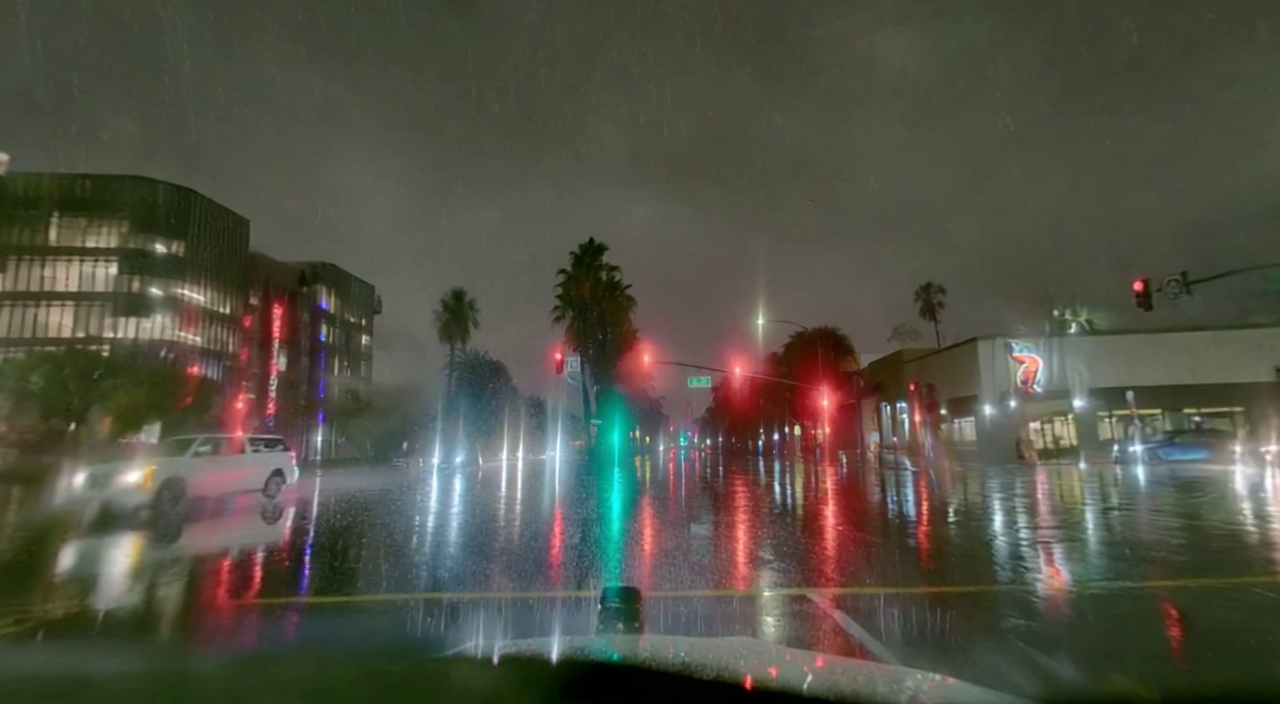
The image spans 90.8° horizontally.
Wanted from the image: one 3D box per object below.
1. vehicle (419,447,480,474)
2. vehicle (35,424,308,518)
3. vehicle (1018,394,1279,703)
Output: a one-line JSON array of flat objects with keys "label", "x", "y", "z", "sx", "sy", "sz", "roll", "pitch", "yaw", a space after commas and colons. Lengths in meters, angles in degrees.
[{"label": "vehicle", "x": -11.714, "y": 6.693, "z": 39.227, "sx": 2.145, "sy": 1.504, "sz": 4.857, "roll": -1, "pitch": -9, "yaw": 2}, {"label": "vehicle", "x": -12.342, "y": 3.186, "z": 17.595, "sx": 2.614, "sy": 2.104, "sz": 6.364, "roll": -1, "pitch": -9, "yaw": 2}, {"label": "vehicle", "x": 3.250, "y": 0.719, "z": 1.060, "sx": 2.106, "sy": 1.472, "sz": 4.854, "roll": 0, "pitch": -9, "yaw": -2}]
